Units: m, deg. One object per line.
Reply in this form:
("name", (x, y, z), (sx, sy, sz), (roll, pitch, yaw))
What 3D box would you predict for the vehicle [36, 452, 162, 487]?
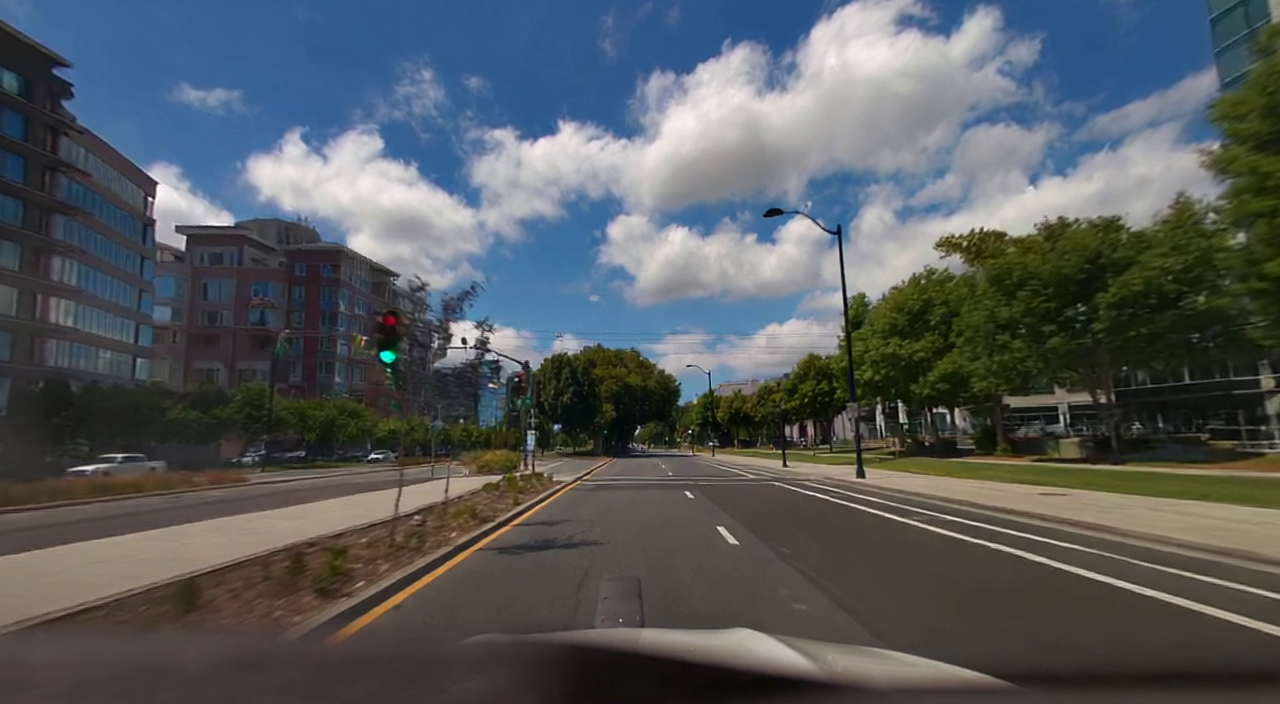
("vehicle", (-26.453, 5.735, 31.140), (2.002, 1.568, 4.692), (0, -9, 1))
